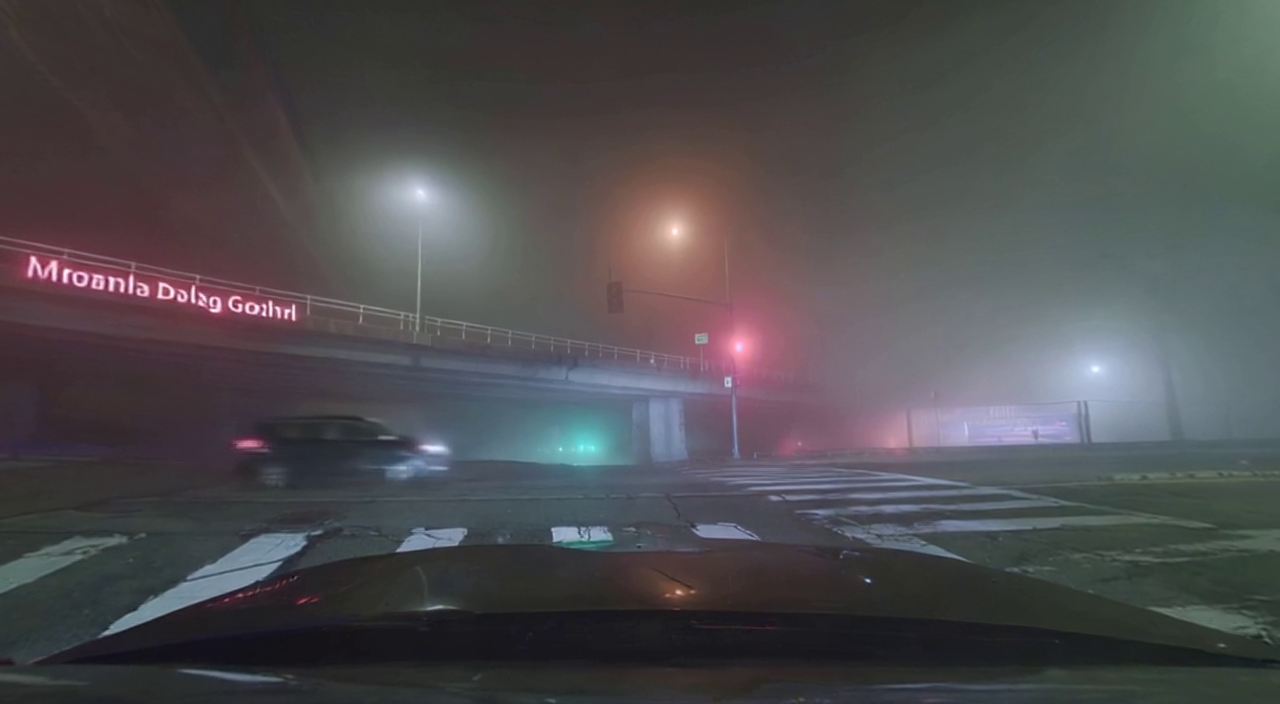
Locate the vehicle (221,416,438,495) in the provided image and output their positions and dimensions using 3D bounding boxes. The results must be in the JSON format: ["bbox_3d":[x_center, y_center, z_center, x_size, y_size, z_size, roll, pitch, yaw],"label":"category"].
[{"bbox_3d":[-6.803,2.311,14.246,3.897,1.637,1.832,0,-8,-4],"label":"vehicle"}]
